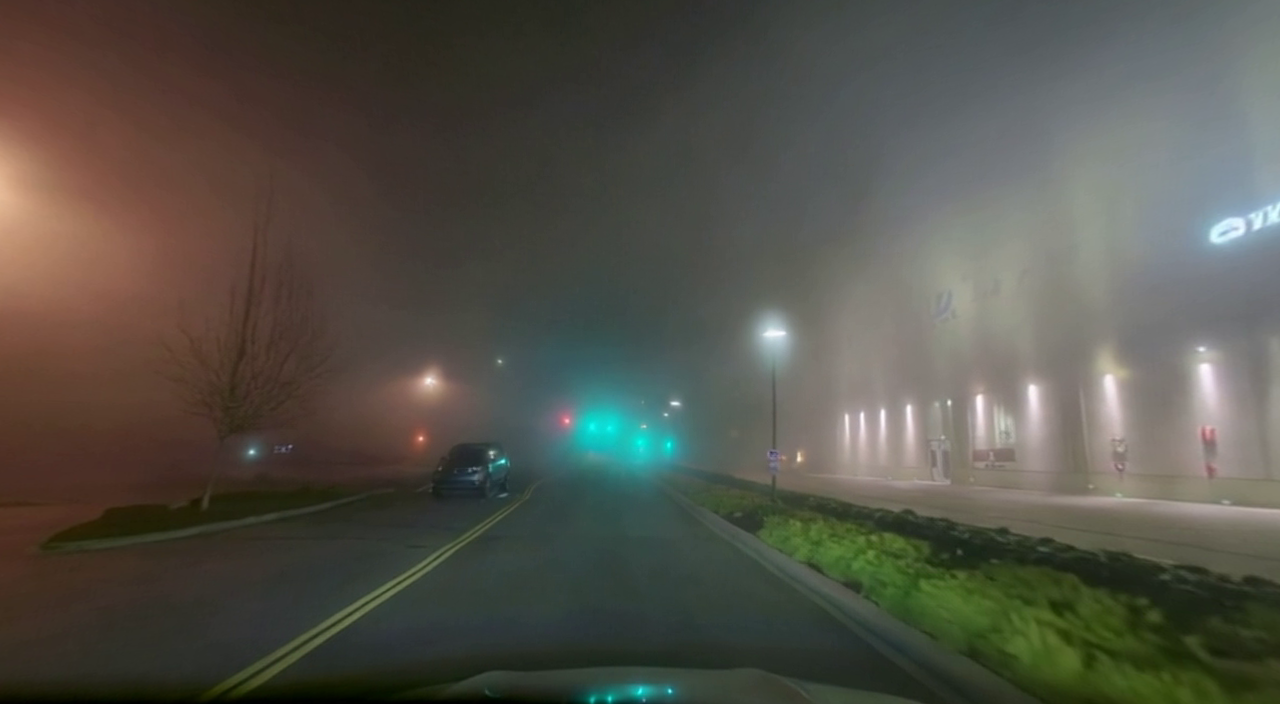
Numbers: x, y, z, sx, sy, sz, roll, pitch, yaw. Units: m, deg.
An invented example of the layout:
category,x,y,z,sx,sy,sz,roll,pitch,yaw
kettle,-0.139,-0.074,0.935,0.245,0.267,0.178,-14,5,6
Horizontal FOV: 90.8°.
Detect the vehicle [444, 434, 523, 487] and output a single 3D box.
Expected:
category,x,y,z,sx,sy,sz,roll,pitch,yaw
vehicle,-5.858,4.098,24.260,2.180,1.806,4.541,1,-9,-5
